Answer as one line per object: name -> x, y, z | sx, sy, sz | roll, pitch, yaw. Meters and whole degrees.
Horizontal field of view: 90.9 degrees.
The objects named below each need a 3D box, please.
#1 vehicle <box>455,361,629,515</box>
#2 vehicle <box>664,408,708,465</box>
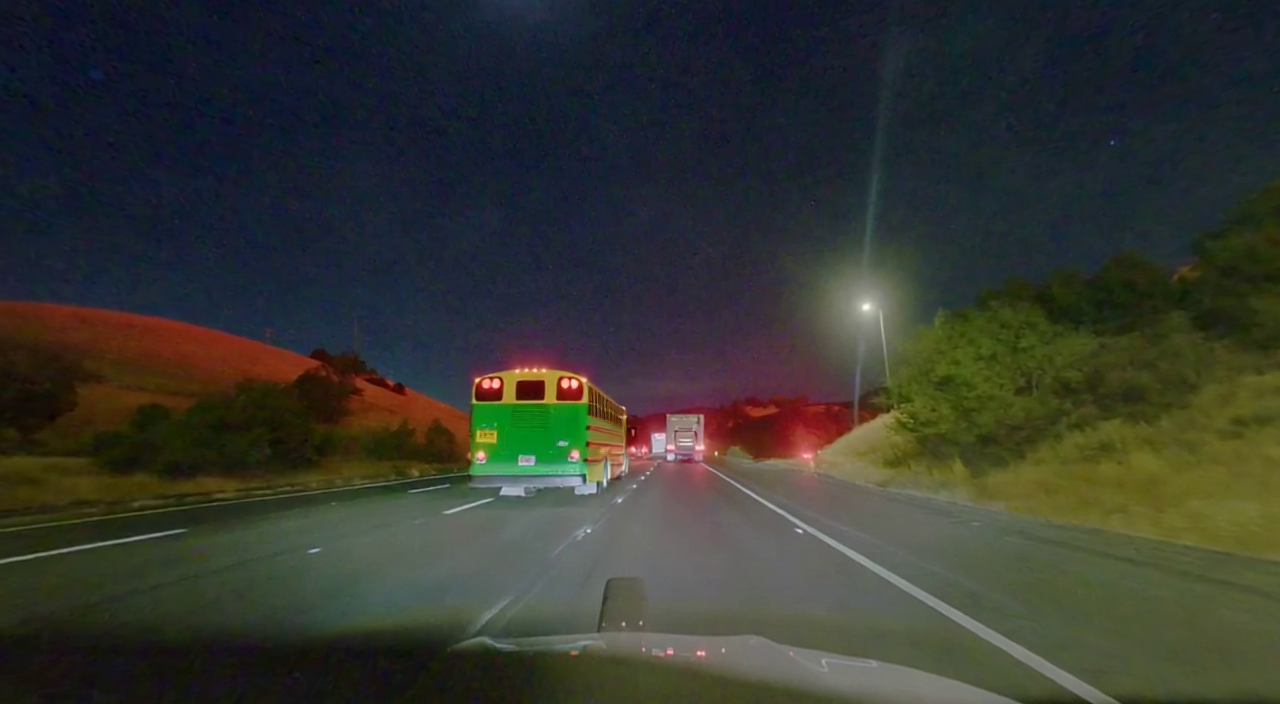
vehicle -> -2.169, 2.576, 18.714 | 2.948, 3.265, 10.569 | 0, -8, 3
vehicle -> 3.160, 6.057, 44.750 | 2.716, 3.705, 7.018 | 0, -9, 1
